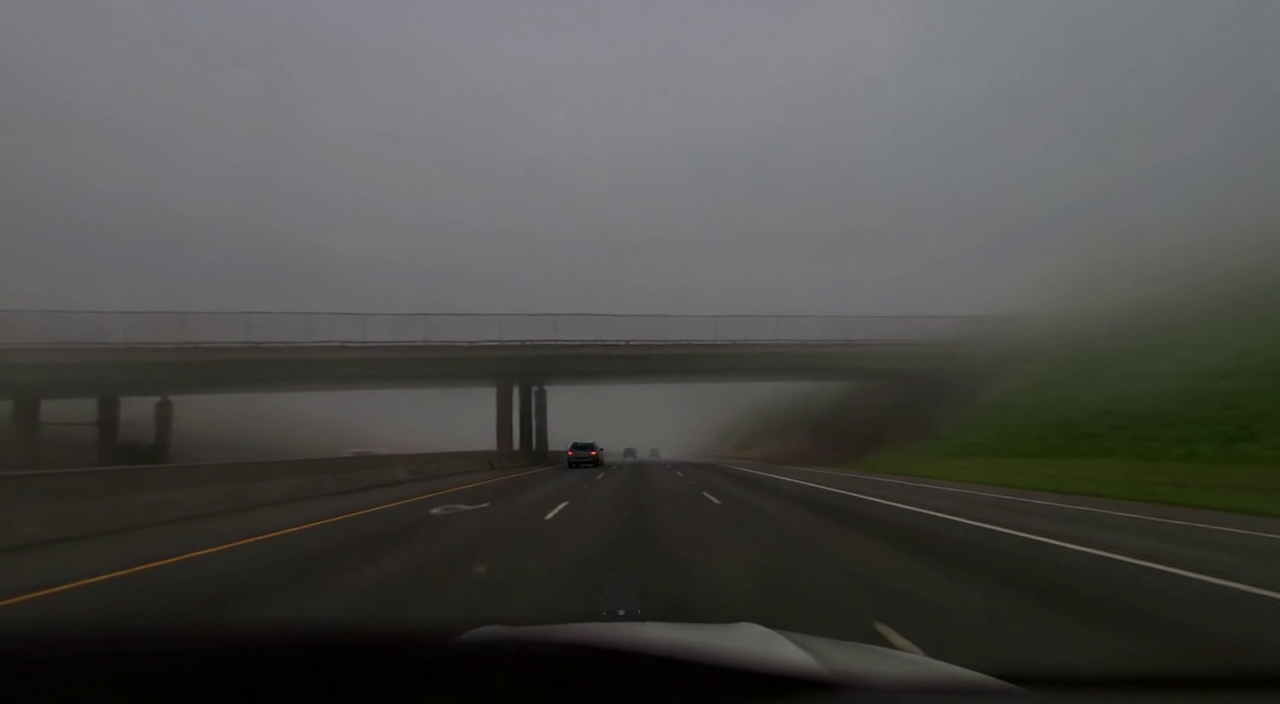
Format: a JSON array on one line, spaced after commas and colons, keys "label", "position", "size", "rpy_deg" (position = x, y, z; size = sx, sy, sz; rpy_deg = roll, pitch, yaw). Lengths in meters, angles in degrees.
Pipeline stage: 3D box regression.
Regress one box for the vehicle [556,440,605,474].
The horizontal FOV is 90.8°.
[{"label": "vehicle", "position": [-3.197, 5.791, 34.852], "size": [2.181, 1.730, 4.517], "rpy_deg": [0, -9, 1]}]
